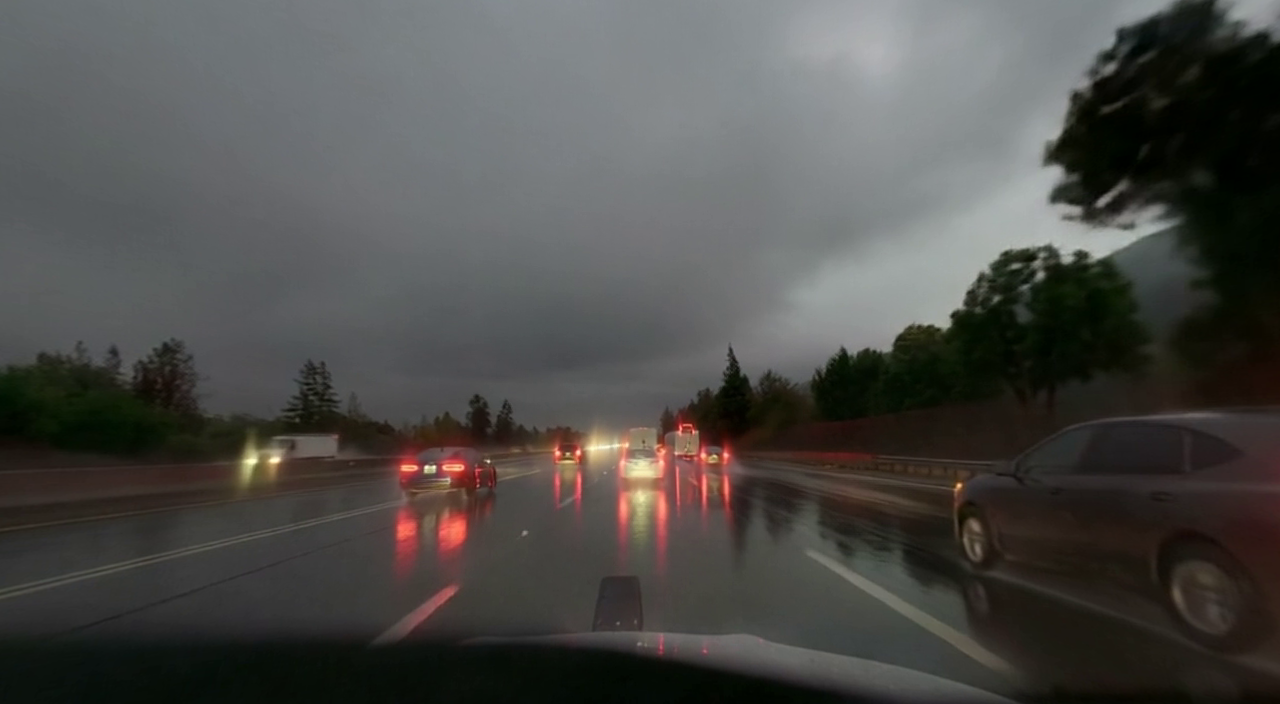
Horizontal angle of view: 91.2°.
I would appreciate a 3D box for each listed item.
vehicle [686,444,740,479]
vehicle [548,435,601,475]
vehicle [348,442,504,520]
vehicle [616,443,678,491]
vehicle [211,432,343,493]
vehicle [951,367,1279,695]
[{"bbox_3d":[3.379,5.165,29.849,1.959,1.503,4.064,0,-9,-2],"label":"vehicle"},{"bbox_3d":[-3.413,5.493,33.463,2.230,1.973,4.403,-1,-9,2],"label":"vehicle"},{"bbox_3d":[-4.589,2.823,14.280,1.967,1.473,4.439,0,-9,0],"label":"vehicle"},{"bbox_3d":[0.217,4.035,22.352,2.015,1.526,4.286,0,-9,0],"label":"vehicle"},{"bbox_3d":[-16.364,5.001,28.775,2.408,2.483,5.904,0,-9,1],"label":"vehicle"},{"bbox_3d":[4.221,1.065,4.220,2.018,1.639,4.149,0,-9,-1],"label":"vehicle"}]
